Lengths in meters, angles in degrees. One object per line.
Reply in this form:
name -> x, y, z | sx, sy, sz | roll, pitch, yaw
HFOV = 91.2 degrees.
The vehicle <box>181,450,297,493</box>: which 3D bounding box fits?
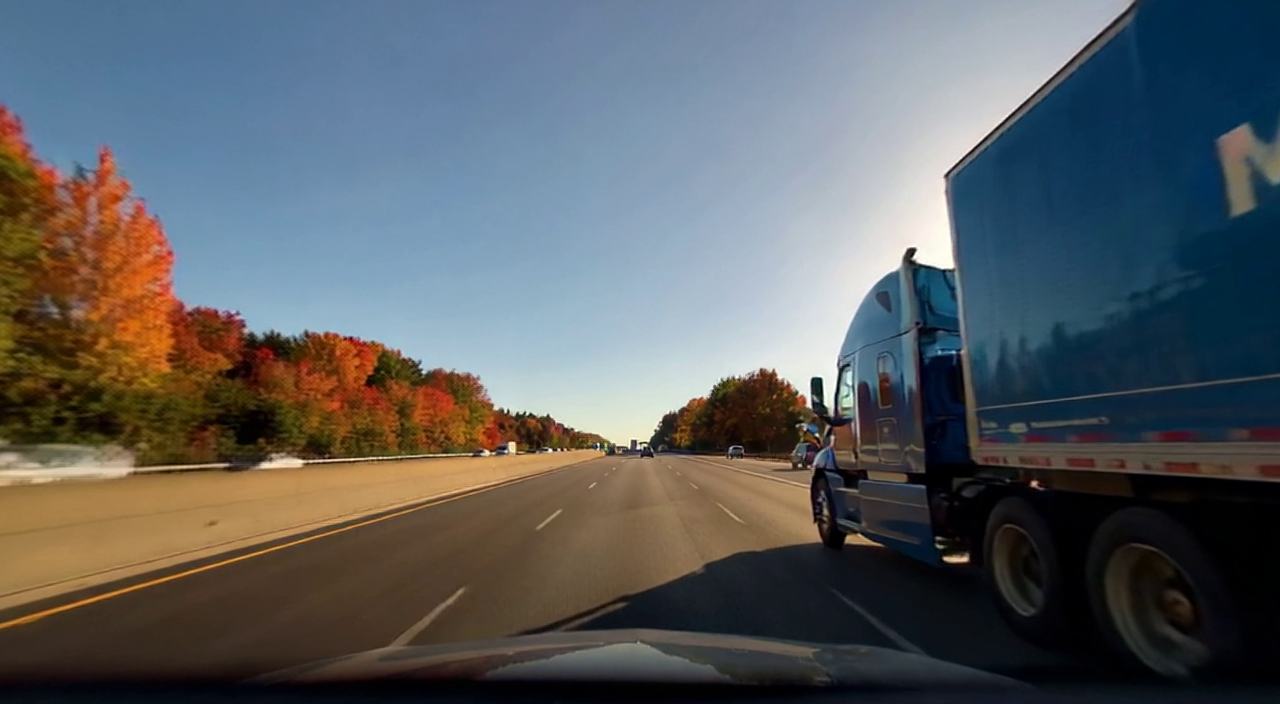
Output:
vehicle -> -15.402, 4.588, 24.344 | 1.850, 1.489, 3.955 | 0, -9, 0
